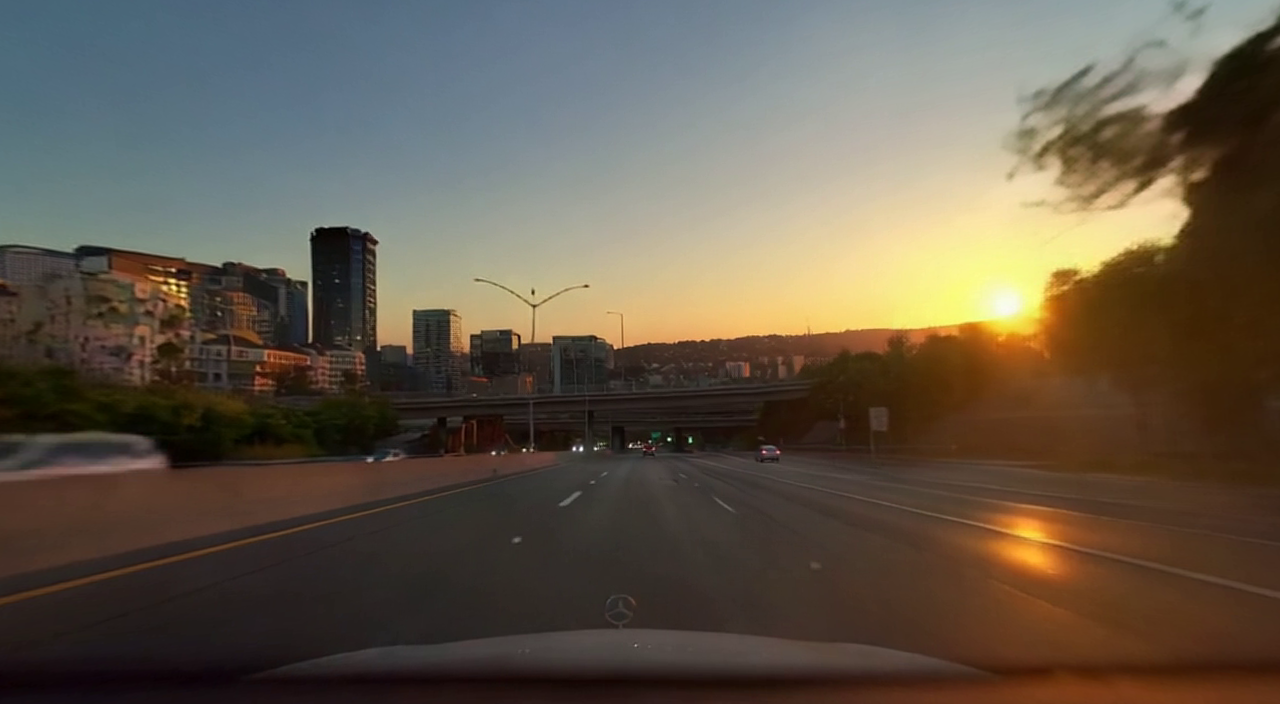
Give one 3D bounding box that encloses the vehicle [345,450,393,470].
[{"bbox_3d":[-21.311,8.505,49.843,1.986,1.520,4.053,0,-9,0],"label":"vehicle"}]
